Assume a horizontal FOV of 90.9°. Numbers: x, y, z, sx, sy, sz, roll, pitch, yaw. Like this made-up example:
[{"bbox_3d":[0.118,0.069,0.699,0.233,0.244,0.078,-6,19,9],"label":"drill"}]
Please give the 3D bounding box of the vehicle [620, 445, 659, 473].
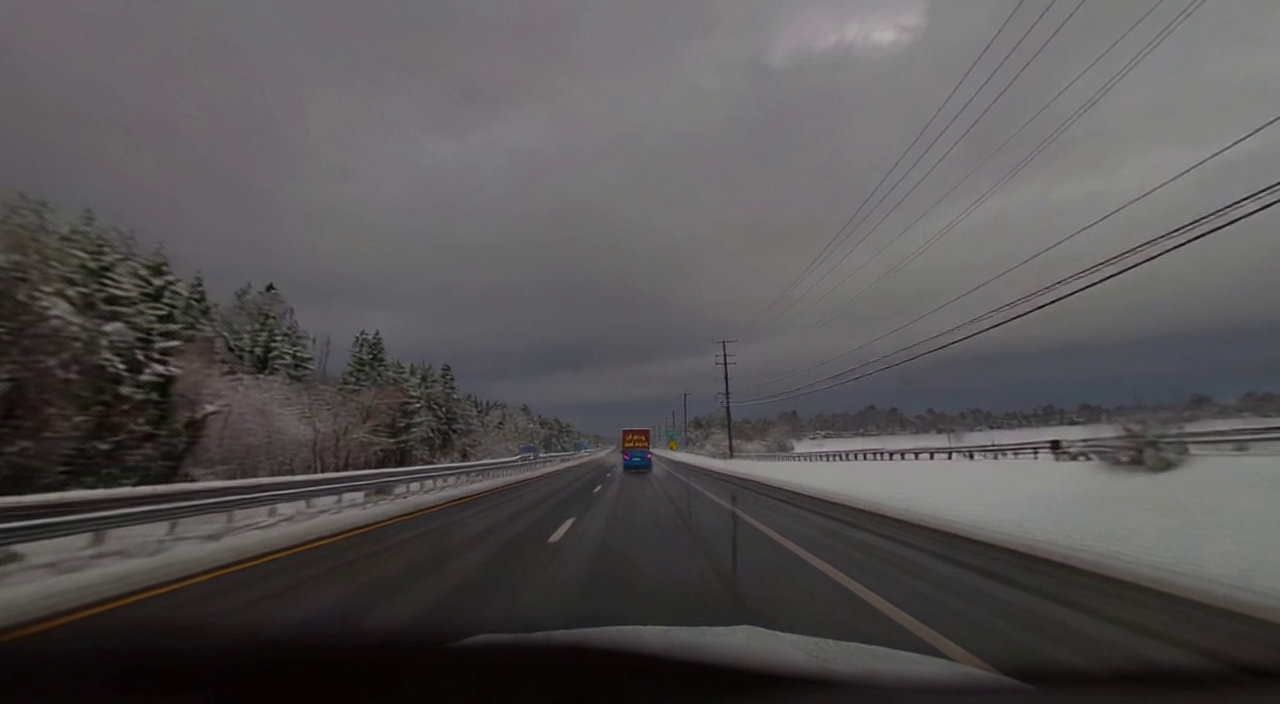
[{"bbox_3d":[-0.068,6.111,36.009,2.080,1.486,3.813,0,-9,-1],"label":"vehicle"}]
